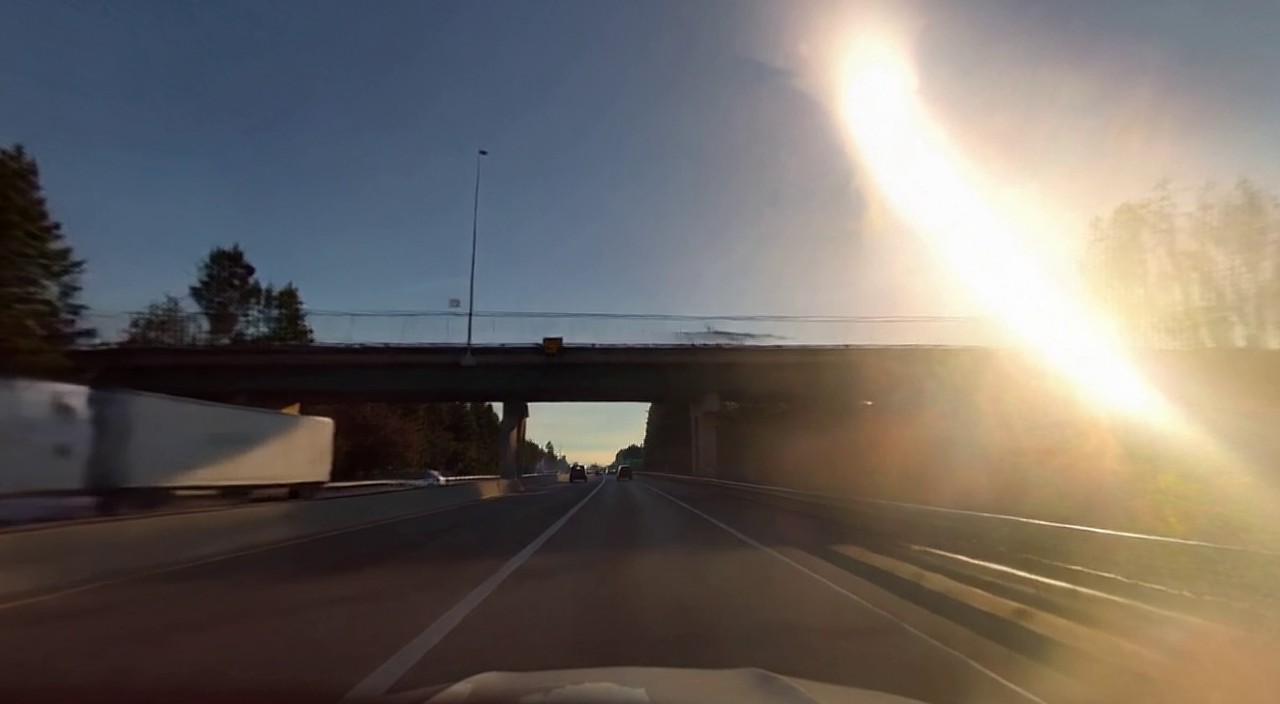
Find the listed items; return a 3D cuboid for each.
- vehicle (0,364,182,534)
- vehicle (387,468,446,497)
[{"bbox_3d":[-16.593,2.761,17.559,3.032,3.979,5.796,1,-11,-1],"label":"vehicle"},{"bbox_3d":[-12.905,7.551,36.740,1.994,1.521,4.116,1,-11,-2],"label":"vehicle"}]
